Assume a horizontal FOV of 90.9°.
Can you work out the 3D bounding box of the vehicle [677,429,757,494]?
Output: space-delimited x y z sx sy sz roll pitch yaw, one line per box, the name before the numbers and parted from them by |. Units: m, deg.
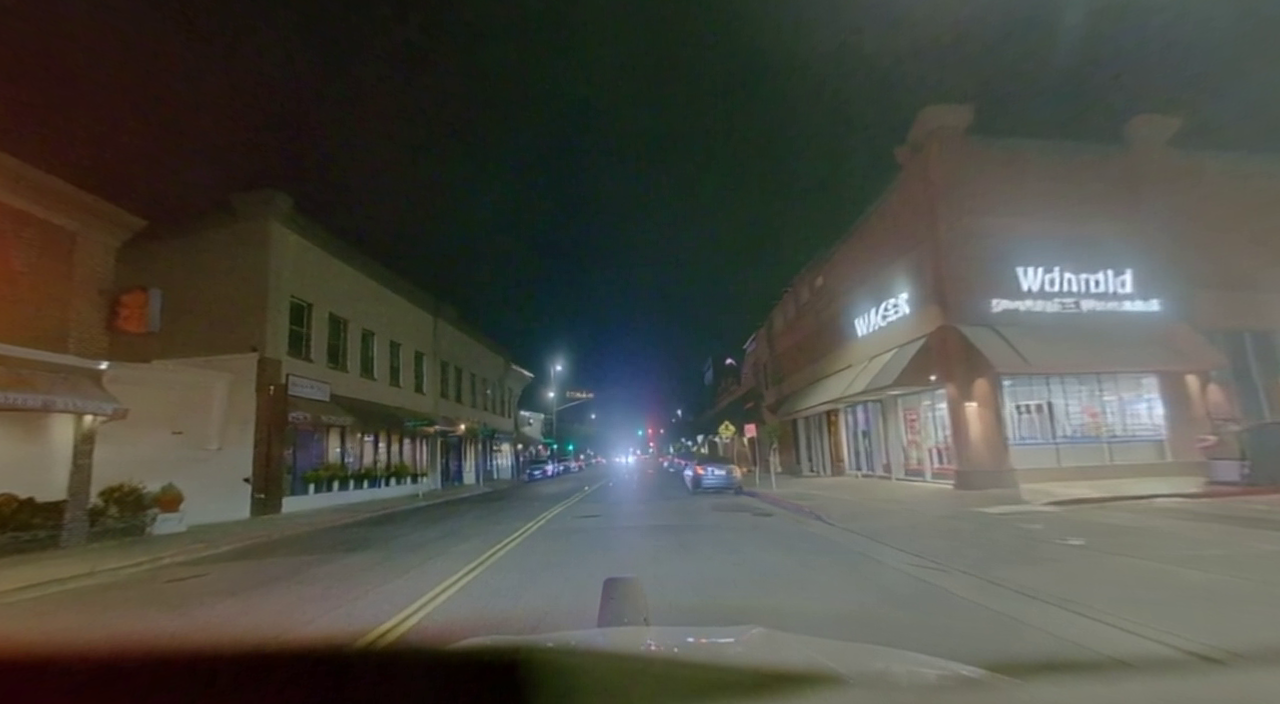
vehicle | 2.596 3.868 22.531 2.150 2.013 4.748 0 -9 -1
